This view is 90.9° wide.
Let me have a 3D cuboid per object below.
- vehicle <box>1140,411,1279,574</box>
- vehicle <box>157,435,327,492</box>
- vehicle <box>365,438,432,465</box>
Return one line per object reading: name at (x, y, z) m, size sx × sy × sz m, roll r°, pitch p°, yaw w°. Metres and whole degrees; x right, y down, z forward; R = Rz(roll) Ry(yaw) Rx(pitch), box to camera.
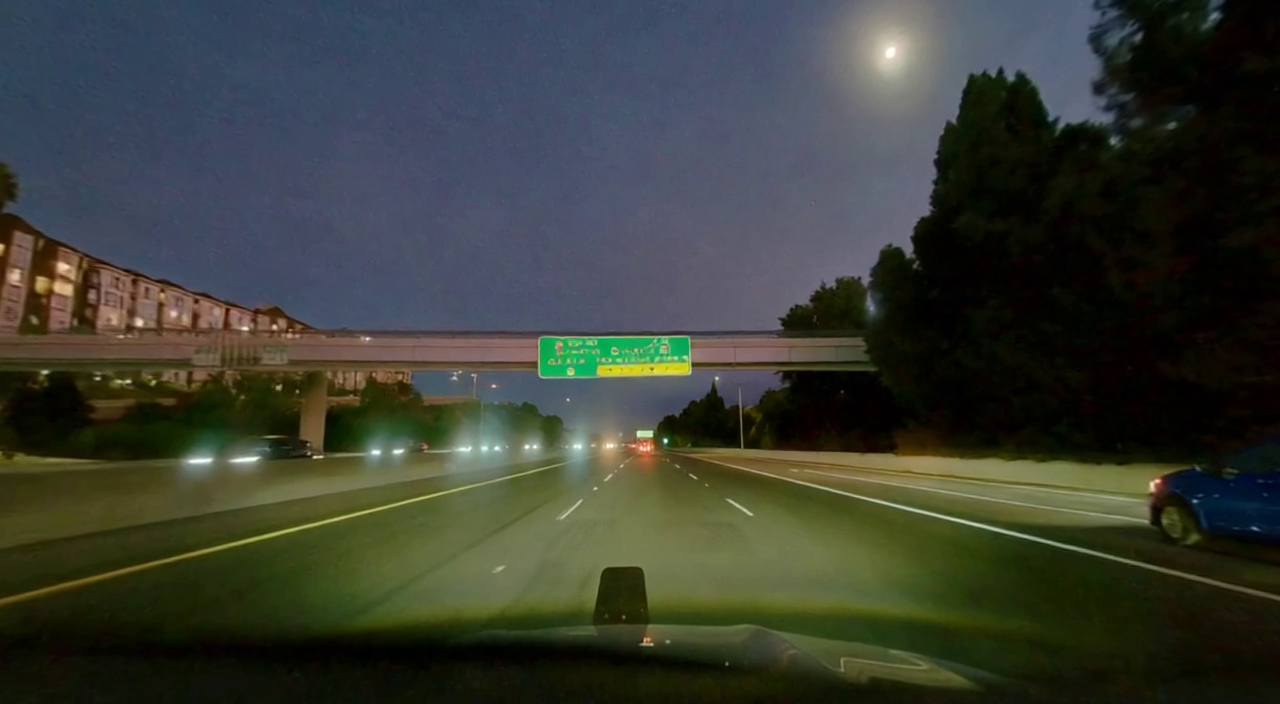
vehicle at (7.570, 1.345, 5.817) m, size 2.031 × 1.651 × 4.791 m, roll 0°, pitch -8°, yaw 1°
vehicle at (-11.508, 3.237, 18.724) m, size 1.907 × 1.475 × 4.661 m, roll 0°, pitch -8°, yaw 1°
vehicle at (-14.656, 6.069, 38.549) m, size 1.990 × 1.513 × 5.047 m, roll 0°, pitch -8°, yaw 1°
